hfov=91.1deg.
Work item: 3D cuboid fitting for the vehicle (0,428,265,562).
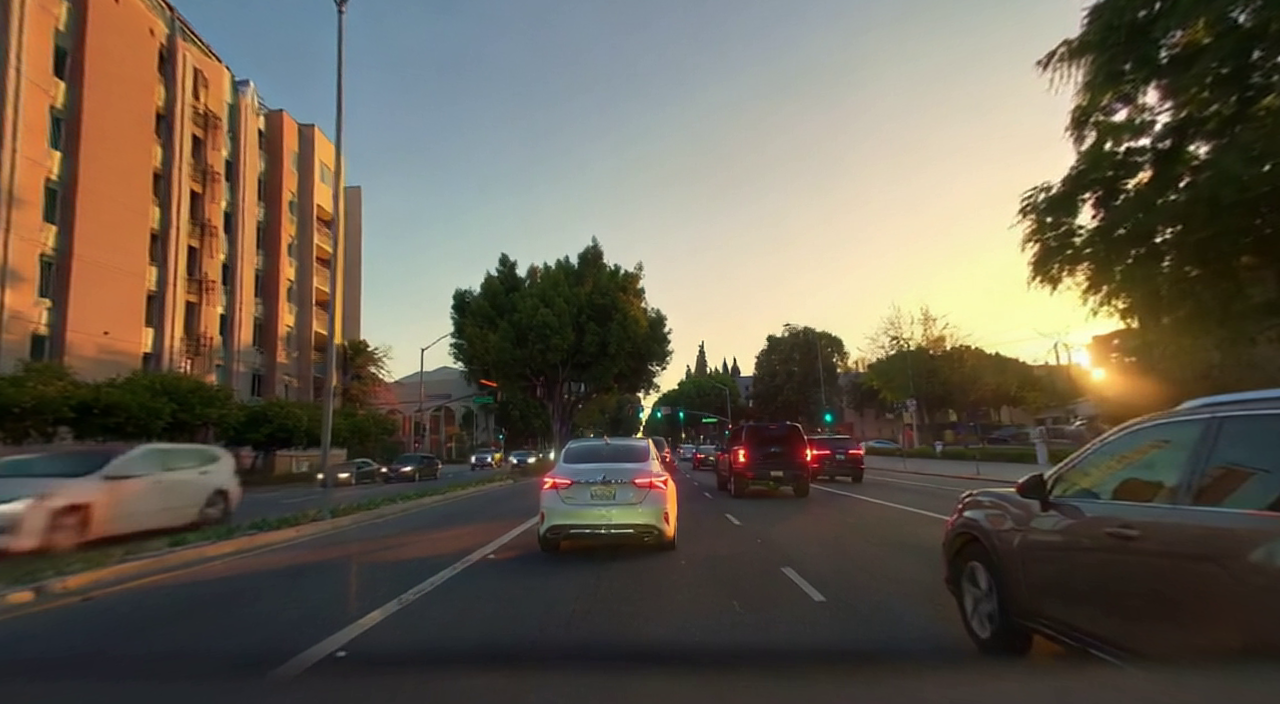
[{"bbox_3d":[-9.483,2.481,11.753,1.979,1.987,4.542,0,-9,1],"label":"vehicle"}]

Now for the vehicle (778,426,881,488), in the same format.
[{"bbox_3d":[7.497,4.230,25.604,2.627,2.252,5.236,0,-8,1],"label":"vehicle"}]

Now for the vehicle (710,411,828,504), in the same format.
[{"bbox_3d":[3.802,3.254,19.818,2.516,2.481,5.766,0,-8,0],"label":"vehicle"}]

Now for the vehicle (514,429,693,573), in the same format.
[{"bbox_3d":[-0.405,2.066,9.503,2.111,1.676,4.018,0,-8,1],"label":"vehicle"}]

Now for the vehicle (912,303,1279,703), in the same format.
[{"bbox_3d":[3.257,0.936,2.977,1.982,1.960,4.427,0,-8,1],"label":"vehicle"}]

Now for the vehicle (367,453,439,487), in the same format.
[{"bbox_3d":[-12.316,6.138,32.972,1.926,1.598,4.509,0,-9,2],"label":"vehicle"}]

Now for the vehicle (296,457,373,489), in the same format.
[{"bbox_3d":[-16.101,6.359,33.321,1.853,1.485,4.221,0,-8,1],"label":"vehicle"}]
